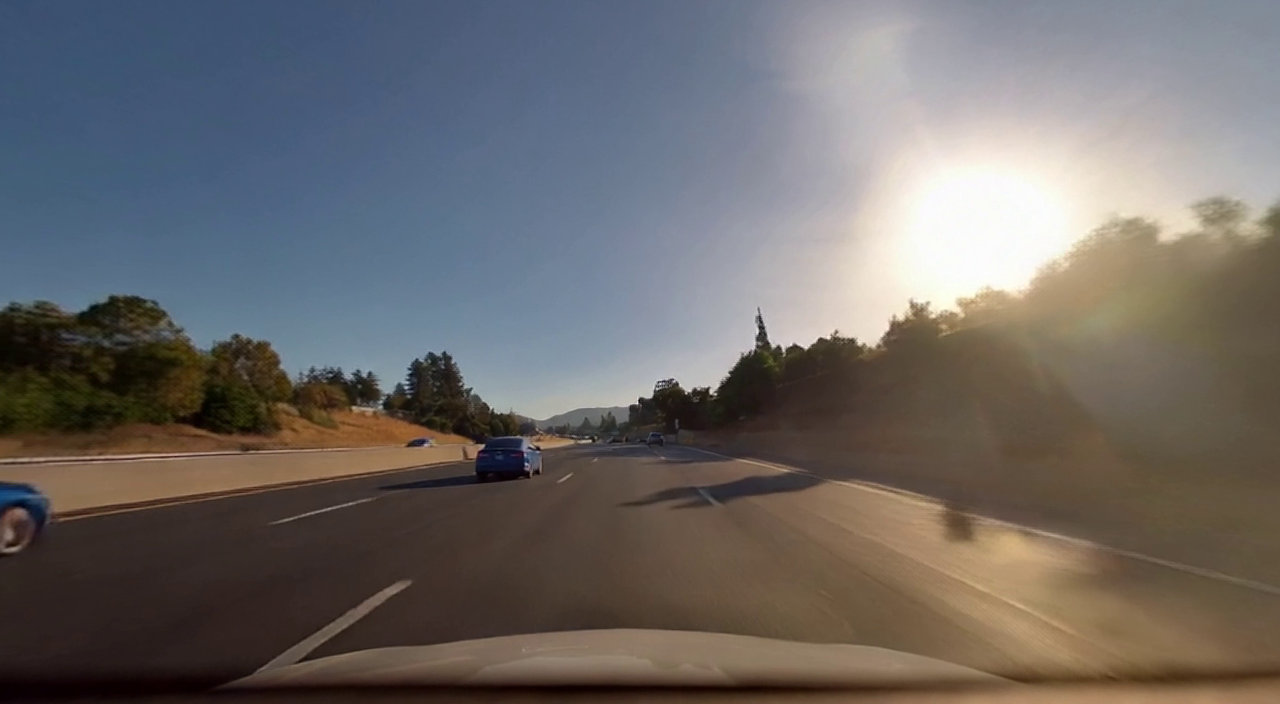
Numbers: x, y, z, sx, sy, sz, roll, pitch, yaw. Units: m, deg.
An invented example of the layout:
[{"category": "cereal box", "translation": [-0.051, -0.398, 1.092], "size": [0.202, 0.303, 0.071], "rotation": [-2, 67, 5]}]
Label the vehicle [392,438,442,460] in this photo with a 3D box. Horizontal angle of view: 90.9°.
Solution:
[{"category": "vehicle", "translation": [-16.246, 7.052, 46.187], "size": [1.943, 1.514, 4.685], "rotation": [0, -8, 0]}]

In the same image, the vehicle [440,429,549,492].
[{"category": "vehicle", "translation": [-3.862, 2.943, 17.543], "size": [2.026, 1.517, 4.325], "rotation": [0, -8, 0]}]

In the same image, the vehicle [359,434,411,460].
[{"category": "vehicle", "translation": [-19.589, 7.316, 48.557], "size": [2.055, 1.884, 4.669], "rotation": [0, -8, 0]}]
